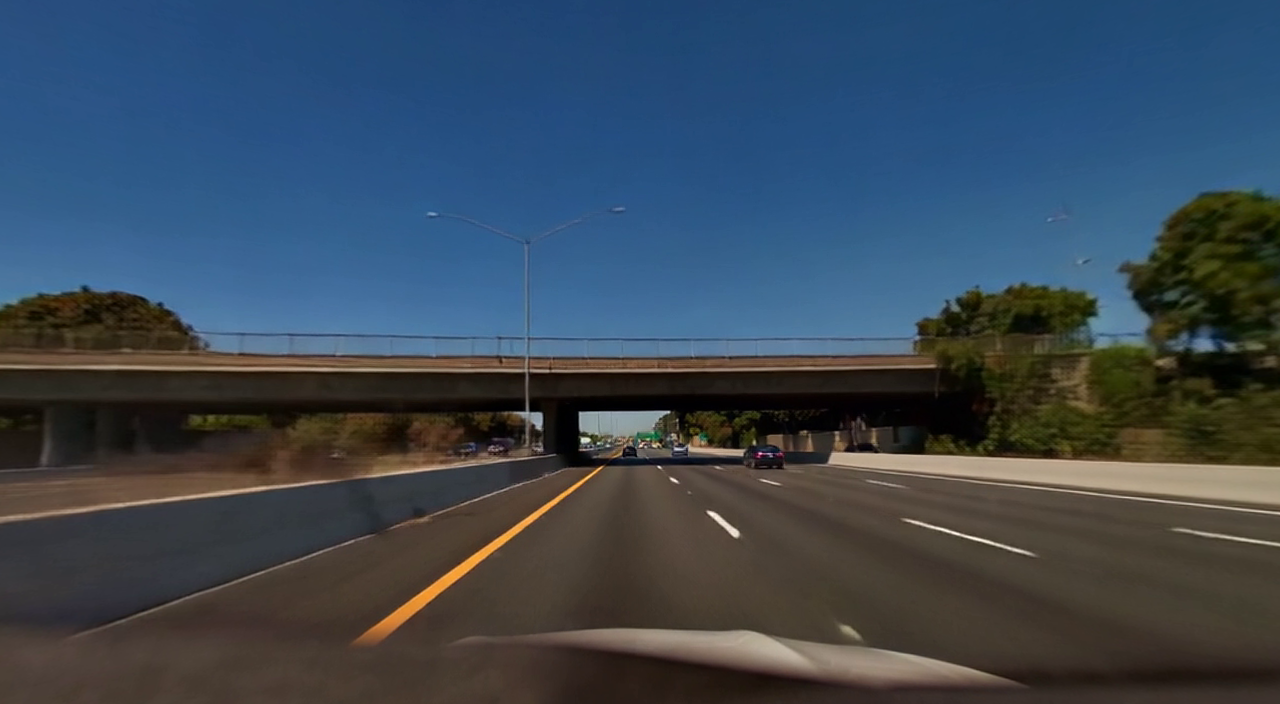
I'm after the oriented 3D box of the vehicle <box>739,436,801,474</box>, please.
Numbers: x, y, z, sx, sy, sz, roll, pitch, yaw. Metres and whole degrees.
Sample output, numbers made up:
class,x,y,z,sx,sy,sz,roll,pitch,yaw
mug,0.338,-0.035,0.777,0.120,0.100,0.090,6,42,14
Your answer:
class,x,y,z,sx,sy,sz,roll,pitch,yaw
vehicle,6.236,4.974,30.790,2.030,1.706,4.279,0,-9,-1
